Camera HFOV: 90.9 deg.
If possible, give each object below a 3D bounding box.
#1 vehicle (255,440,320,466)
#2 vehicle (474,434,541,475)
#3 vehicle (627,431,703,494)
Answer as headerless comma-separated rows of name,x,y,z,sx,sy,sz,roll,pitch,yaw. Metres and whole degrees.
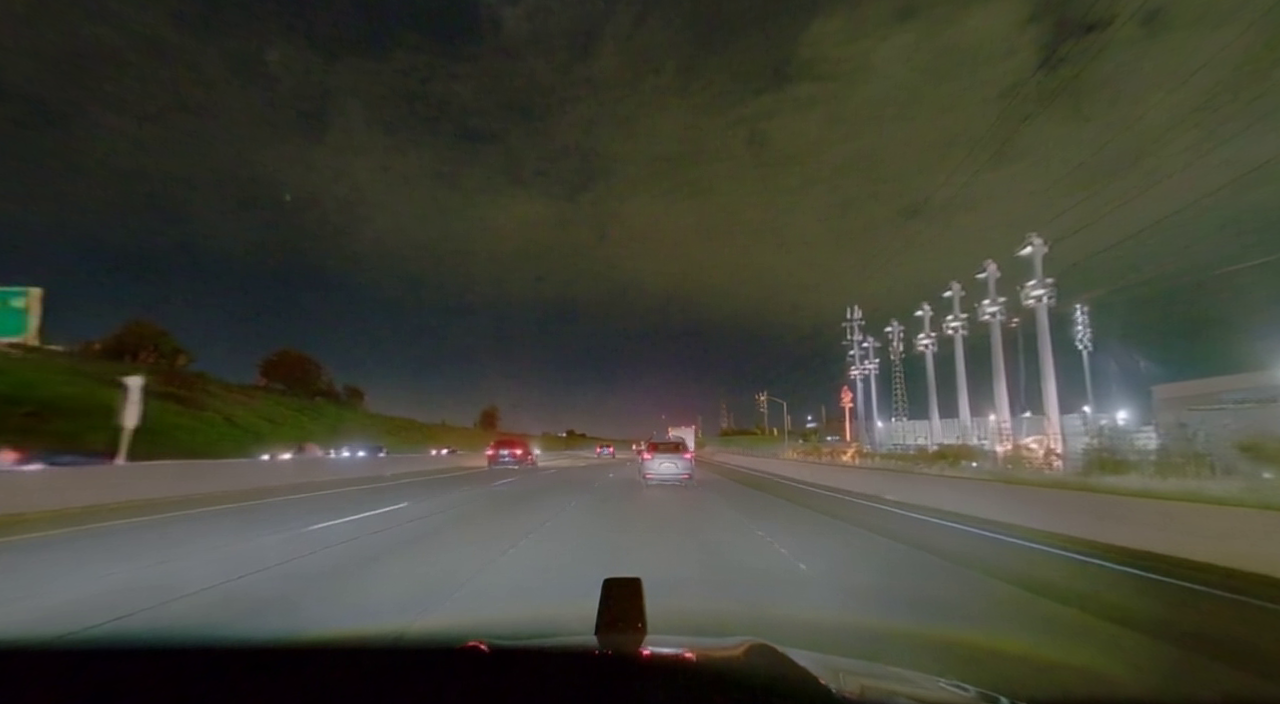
vehicle,-20.603,5.906,37.046,1.670,1.446,3.640,0,-8,1
vehicle,-6.409,4.998,31.050,2.220,1.841,4.516,0,-8,1
vehicle,0.704,3.386,19.774,2.134,1.733,4.049,0,-8,0
